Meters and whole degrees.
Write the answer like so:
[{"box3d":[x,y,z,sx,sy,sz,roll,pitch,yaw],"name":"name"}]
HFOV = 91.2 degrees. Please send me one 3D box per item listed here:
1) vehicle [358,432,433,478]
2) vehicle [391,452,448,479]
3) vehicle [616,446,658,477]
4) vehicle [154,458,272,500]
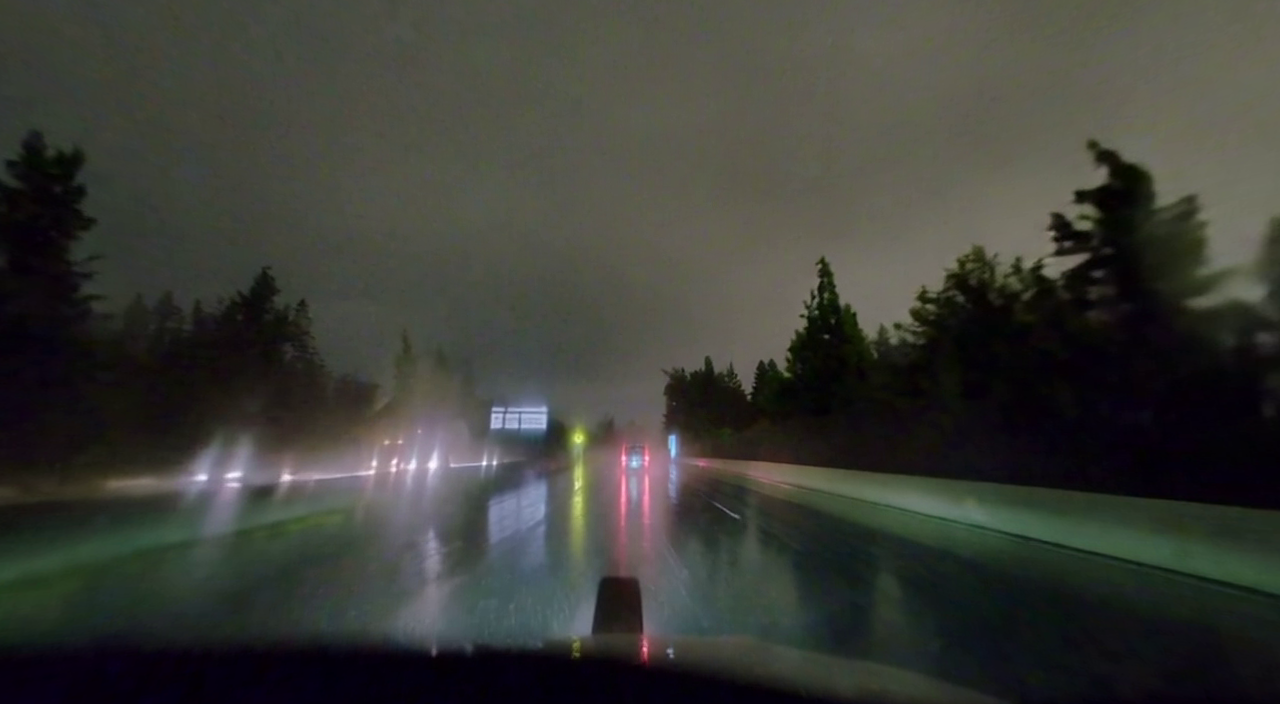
[{"box3d":[-17.353,7.331,44.965,2.645,3.018,6.446,-1,-9,1],"name":"vehicle"},{"box3d":[-12.851,6.622,36.786,1.903,1.495,3.908,0,-9,0],"name":"vehicle"},{"box3d":[-0.193,5.838,33.628,2.095,1.537,4.017,0,-9,-1],"name":"vehicle"},{"box3d":[-16.863,5.009,25.041,1.800,1.480,4.096,0,-9,0],"name":"vehicle"}]
